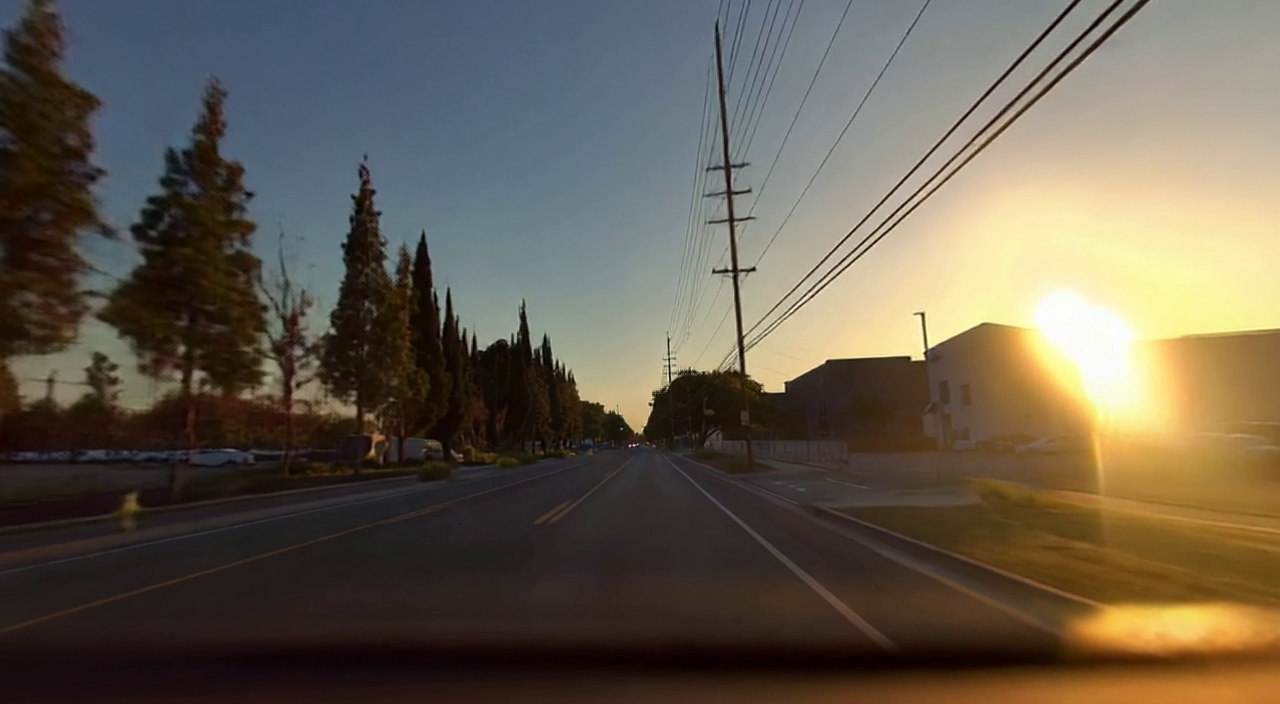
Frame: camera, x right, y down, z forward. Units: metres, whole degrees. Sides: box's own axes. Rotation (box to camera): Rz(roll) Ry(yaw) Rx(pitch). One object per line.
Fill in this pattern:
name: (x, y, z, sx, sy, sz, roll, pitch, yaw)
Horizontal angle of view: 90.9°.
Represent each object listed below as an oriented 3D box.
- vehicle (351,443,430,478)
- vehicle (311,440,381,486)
vehicle: (-14.024, 6.085, 35.798, 1.949, 1.735, 5.568, -2, -8, 4)
vehicle: (-16.504, 6.214, 35.604, 1.972, 1.891, 3.936, -1, 0, 2)
